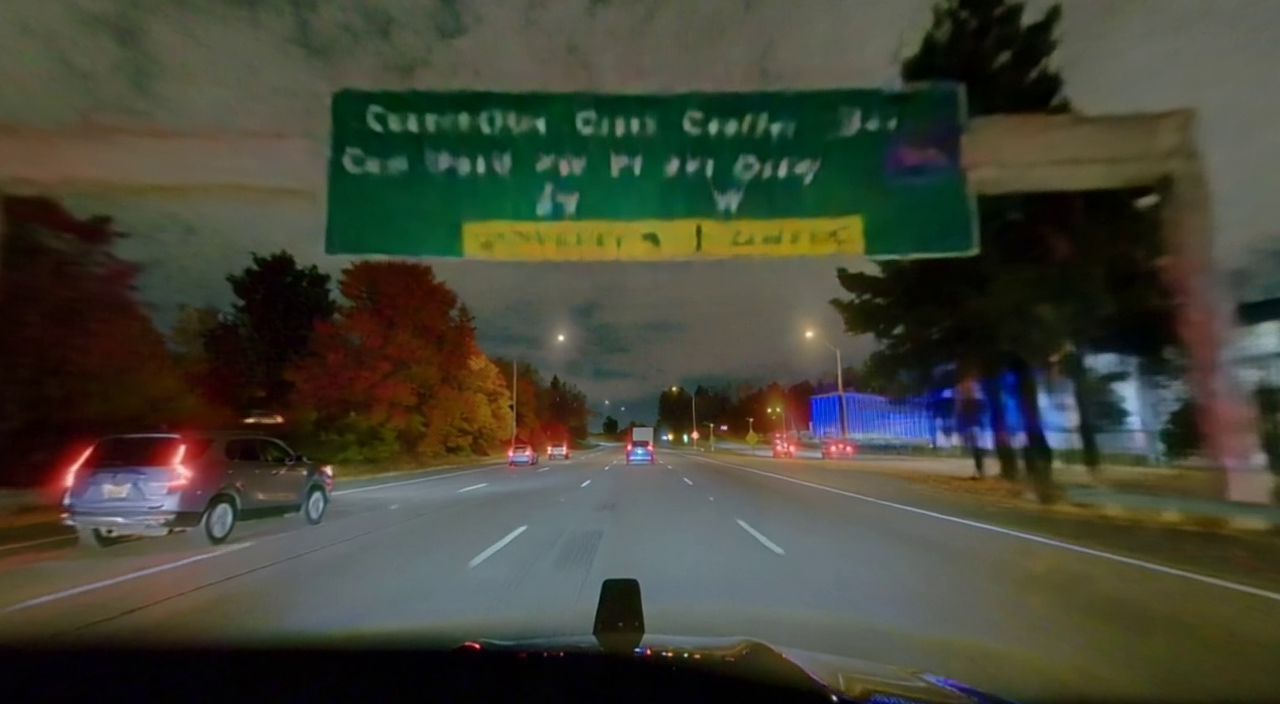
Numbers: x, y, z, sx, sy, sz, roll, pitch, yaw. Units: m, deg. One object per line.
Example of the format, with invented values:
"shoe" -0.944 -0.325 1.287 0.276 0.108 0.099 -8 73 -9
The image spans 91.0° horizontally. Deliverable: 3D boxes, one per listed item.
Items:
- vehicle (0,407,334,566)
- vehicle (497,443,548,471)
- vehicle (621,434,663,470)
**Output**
"vehicle" -7.123 1.937 9.861 2.146 1.834 4.999 0 -9 0
"vehicle" -6.760 6.088 36.636 2.074 1.495 4.643 0 -9 0
"vehicle" 0.107 5.702 36.033 2.245 1.863 4.801 0 -9 0
